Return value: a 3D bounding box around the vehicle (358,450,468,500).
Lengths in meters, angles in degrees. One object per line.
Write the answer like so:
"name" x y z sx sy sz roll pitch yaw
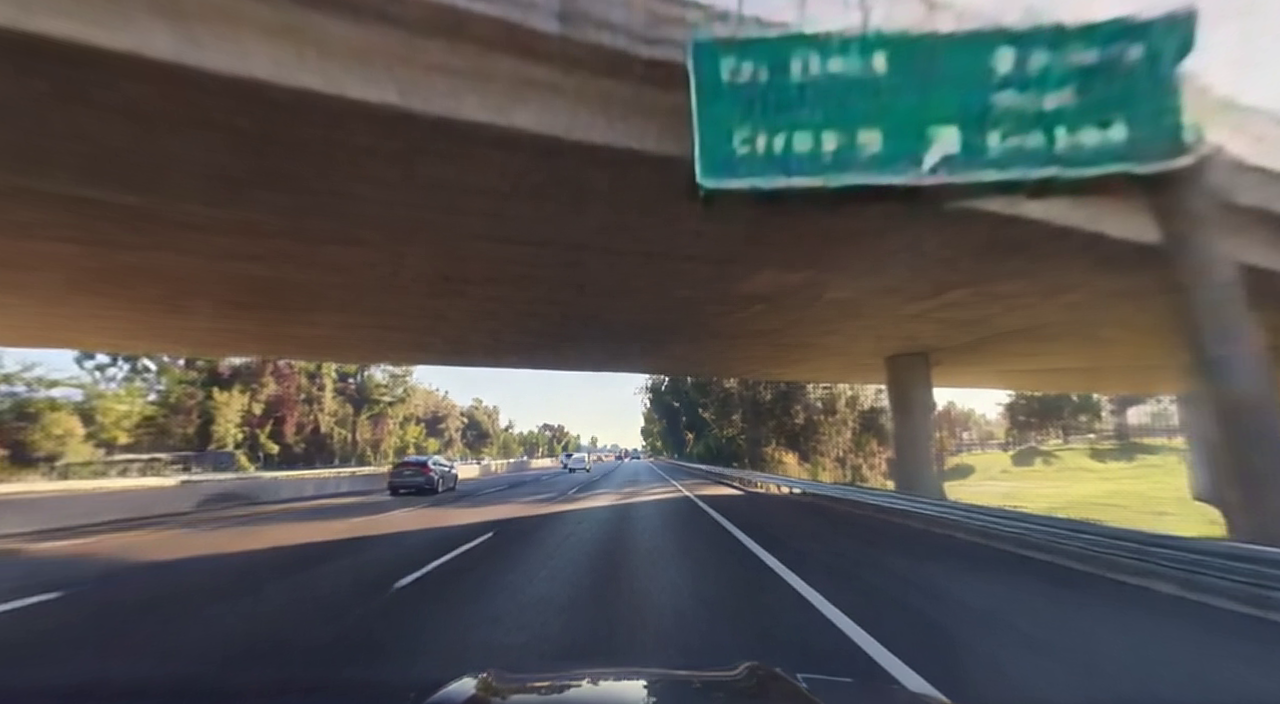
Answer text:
"vehicle" -7.644 4.150 21.780 2.002 1.507 4.631 0 -9 1

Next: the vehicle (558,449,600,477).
"vehicle" -3.714 6.889 39.333 2.102 1.571 4.666 0 -9 1
